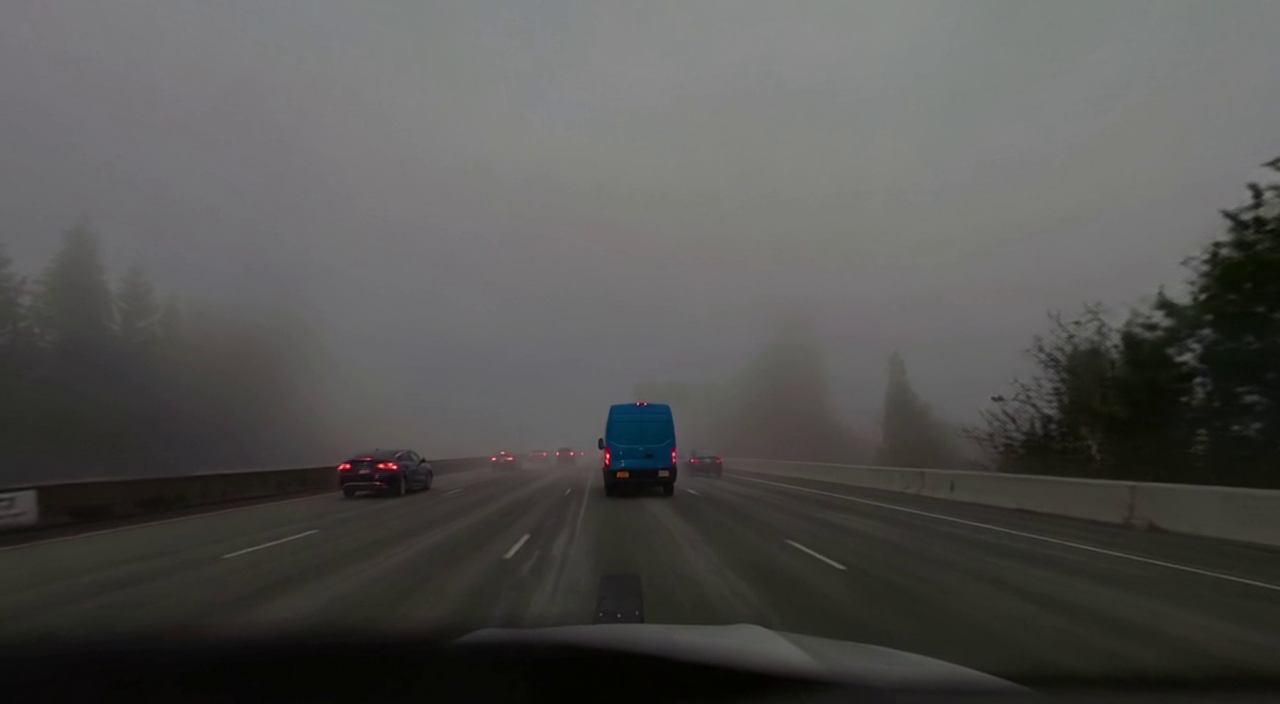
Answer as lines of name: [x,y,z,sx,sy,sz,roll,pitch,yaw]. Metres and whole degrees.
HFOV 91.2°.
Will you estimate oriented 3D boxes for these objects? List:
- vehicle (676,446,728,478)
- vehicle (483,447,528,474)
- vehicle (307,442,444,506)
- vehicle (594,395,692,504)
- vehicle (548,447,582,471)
vehicle: [3.055,5.548,31.997,2.015,1.491,4.732,0,-9,-2]
vehicle: [-8.070,6.552,37.940,2.026,1.506,4.102,0,-9,-4]
vehicle: [-7.115,3.301,17.427,2.003,1.498,4.386,0,-9,-2]
vehicle: [-0.109,2.680,17.370,2.268,2.551,5.144,0,-9,-4]
vehicle: [-4.980,7.148,42.083,2.002,1.536,4.021,0,-9,-4]
